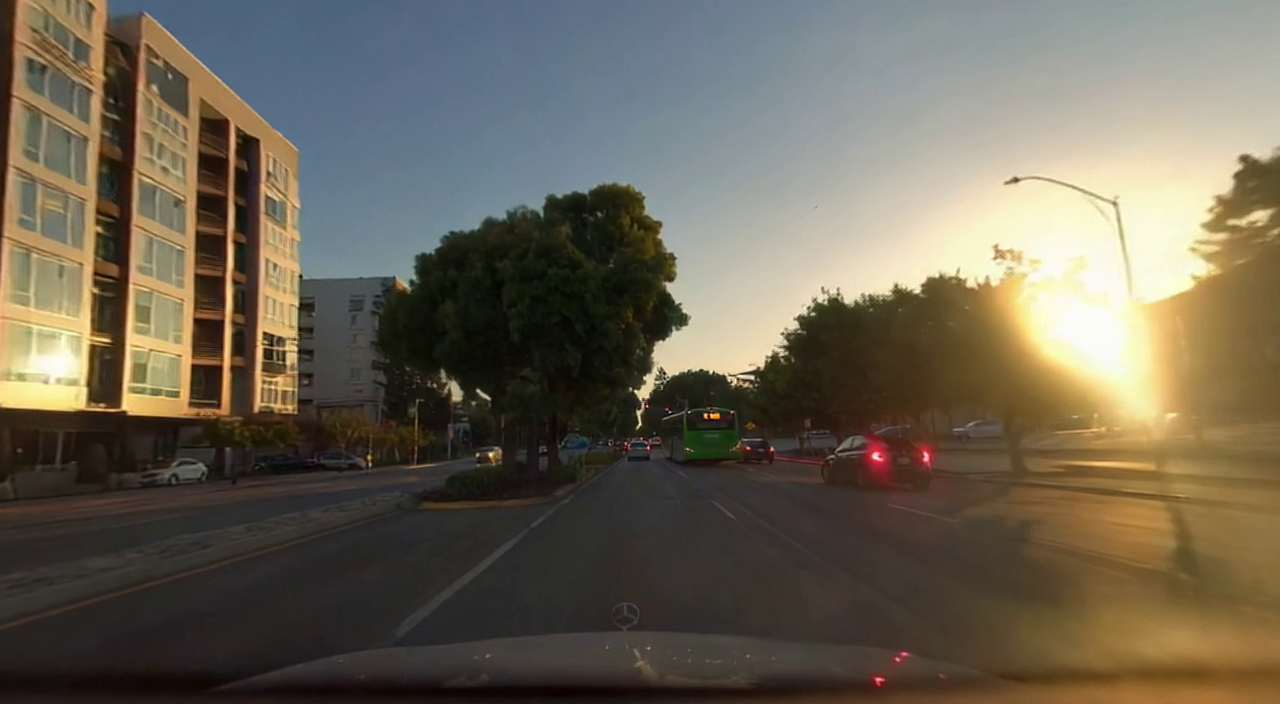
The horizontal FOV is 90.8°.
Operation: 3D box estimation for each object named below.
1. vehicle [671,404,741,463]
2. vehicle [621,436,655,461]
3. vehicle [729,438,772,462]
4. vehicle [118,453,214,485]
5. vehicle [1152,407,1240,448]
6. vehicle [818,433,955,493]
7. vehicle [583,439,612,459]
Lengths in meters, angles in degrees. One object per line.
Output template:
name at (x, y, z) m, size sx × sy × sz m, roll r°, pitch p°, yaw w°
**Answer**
vehicle at (4.001, 5.343, 40.667) m, size 2.760 × 3.325 × 9.045 m, roll 1°, pitch -9°, yaw -5°
vehicle at (-0.116, 6.454, 42.170) m, size 2.145 × 1.572 × 4.021 m, roll 0°, pitch -9°, yaw 0°
vehicle at (7.187, 6.385, 41.416) m, size 1.886 × 1.474 × 4.495 m, roll 0°, pitch -9°, yaw -2°
vehicle at (-29.079, 7.145, 38.984) m, size 2.039 × 1.777 × 5.029 m, roll 0°, pitch -9°, yaw 0°
vehicle at (42.937, 5.918, 48.958) m, size 2.477 × 2.965 × 4.646 m, roll 0°, pitch -9°, yaw 1°
vehicle at (6.679, 3.051, 17.737) m, size 1.992 × 1.447 × 4.414 m, roll 0°, pitch -9°, yaw -1°
vehicle at (-3.308, 7.625, 49.674) m, size 1.990 × 1.480 × 3.941 m, roll 0°, pitch -9°, yaw -1°
